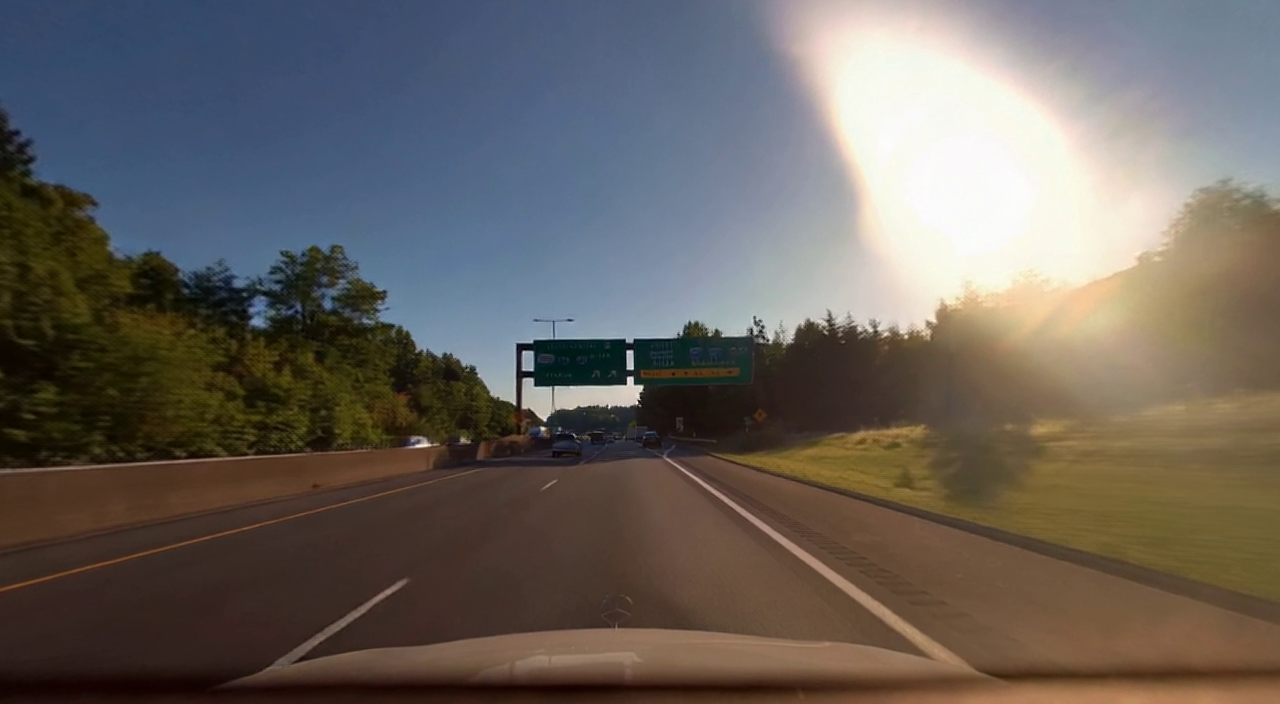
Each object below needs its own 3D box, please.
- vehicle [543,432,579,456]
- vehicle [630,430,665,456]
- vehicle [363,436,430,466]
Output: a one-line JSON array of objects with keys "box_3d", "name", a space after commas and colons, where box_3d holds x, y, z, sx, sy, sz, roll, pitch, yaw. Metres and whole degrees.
[{"box_3d": [-5.177, 6.050, 41.519, 1.959, 1.514, 3.668, 0, -8, -1], "name": "vehicle"}, {"box_3d": [0.466, 5.849, 40.581, 2.139, 1.561, 4.060, 0, -8, 1], "name": "vehicle"}, {"box_3d": [-13.397, 5.444, 34.988, 1.976, 1.495, 4.556, 0, -8, -1], "name": "vehicle"}]
